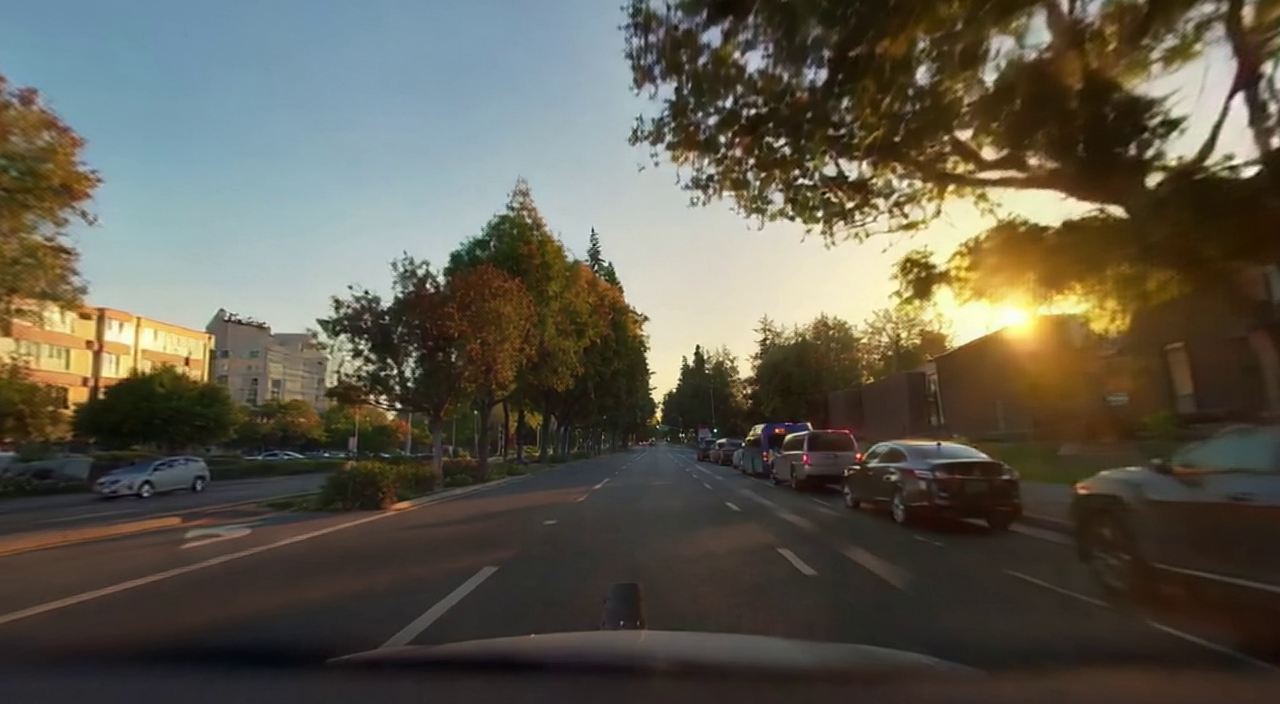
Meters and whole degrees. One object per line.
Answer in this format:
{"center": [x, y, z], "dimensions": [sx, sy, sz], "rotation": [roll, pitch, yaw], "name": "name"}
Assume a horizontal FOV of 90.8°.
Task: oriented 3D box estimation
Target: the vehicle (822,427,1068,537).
{"center": [4.765, 2.080, 10.801], "dimensions": [1.973, 1.465, 4.440], "rotation": [0, -8, 0], "name": "vehicle"}

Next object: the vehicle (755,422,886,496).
{"center": [4.774, 2.920, 17.584], "dimensions": [2.304, 1.760, 4.630], "rotation": [0, -8, 1], "name": "vehicle"}

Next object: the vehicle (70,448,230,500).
{"center": [-19.026, 4.719, 24.936], "dimensions": [2.166, 1.804, 4.897], "rotation": [-1, -8, 3], "name": "vehicle"}

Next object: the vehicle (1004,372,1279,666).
{"center": [4.681, 0.932, 3.485], "dimensions": [2.051, 1.663, 5.441], "rotation": [0, -8, -1], "name": "vehicle"}
